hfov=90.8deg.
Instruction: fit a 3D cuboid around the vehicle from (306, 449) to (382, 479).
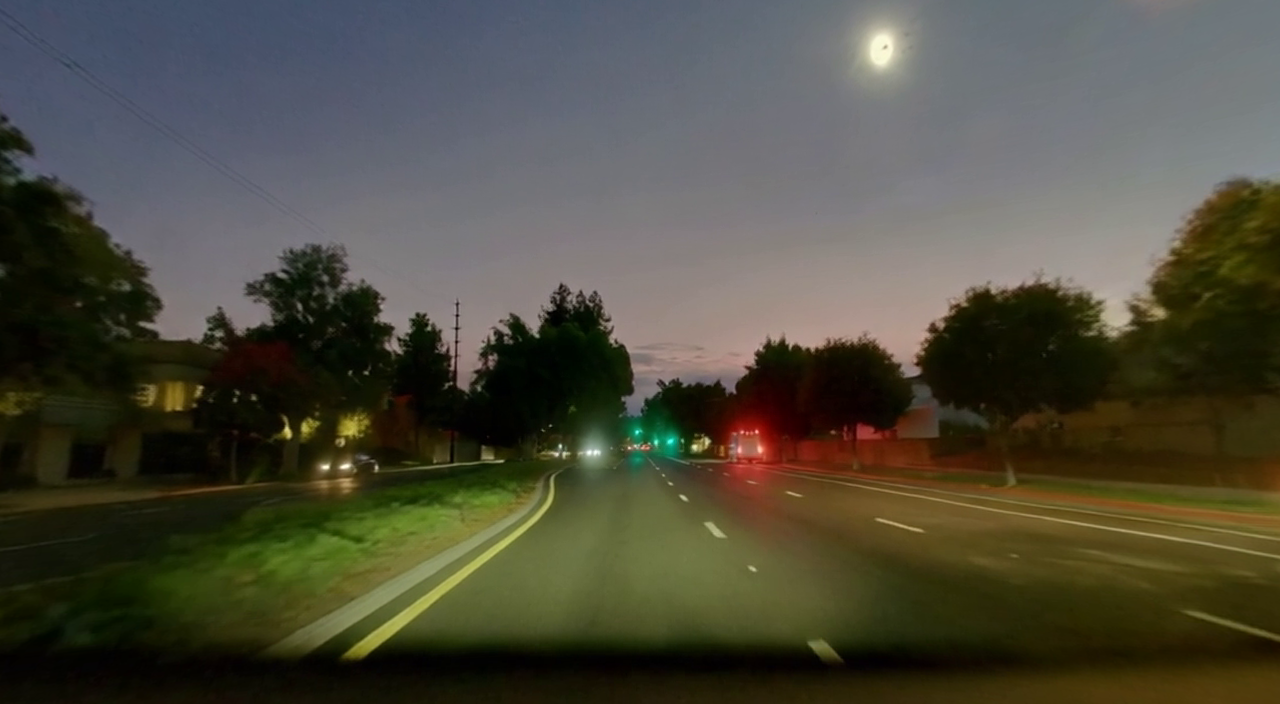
[{"bbox_3d":[-19.538,7.403,42.001,2.146,1.848,5.680,-1,-9,2],"label":"vehicle"}]
